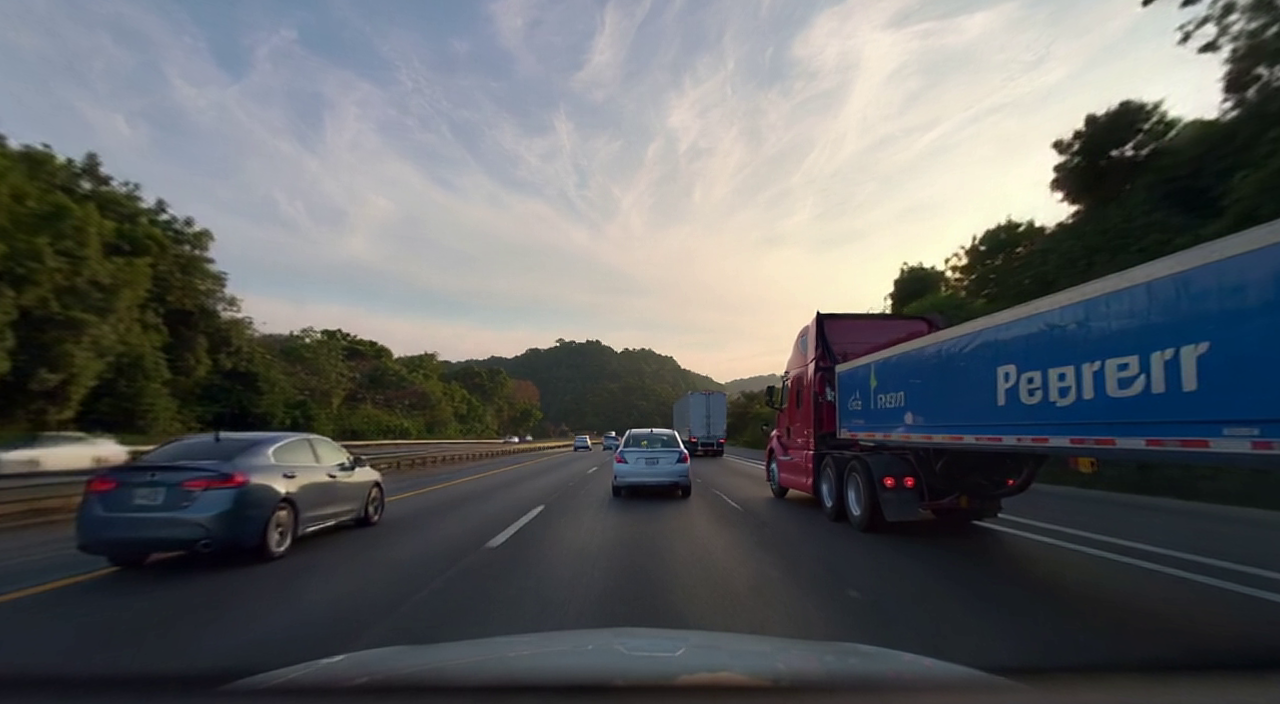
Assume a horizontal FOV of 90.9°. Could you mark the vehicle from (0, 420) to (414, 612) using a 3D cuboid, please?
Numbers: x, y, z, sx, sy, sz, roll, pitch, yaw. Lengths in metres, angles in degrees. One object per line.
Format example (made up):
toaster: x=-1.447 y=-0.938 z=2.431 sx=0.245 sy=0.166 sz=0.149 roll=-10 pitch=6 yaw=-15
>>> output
vehicle: x=-4.391 y=1.551 z=7.084 sx=2.048 sy=1.452 sz=4.430 roll=0 pitch=-8 yaw=0

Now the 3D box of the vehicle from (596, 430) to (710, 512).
vehicle: x=0.218 y=2.365 z=13.059 sx=2.021 sy=1.435 sz=3.611 roll=0 pitch=-8 yaw=0

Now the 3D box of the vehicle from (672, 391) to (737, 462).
vehicle: x=4.050 y=5.166 z=43.037 sx=2.869 sy=4.067 sz=13.731 roll=0 pitch=-8 yaw=0

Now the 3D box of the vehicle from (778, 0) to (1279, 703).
vehicle: x=4.186 y=0.028 z=5.203 sx=2.816 sy=4.070 sz=14.136 roll=0 pitch=-8 yaw=0
